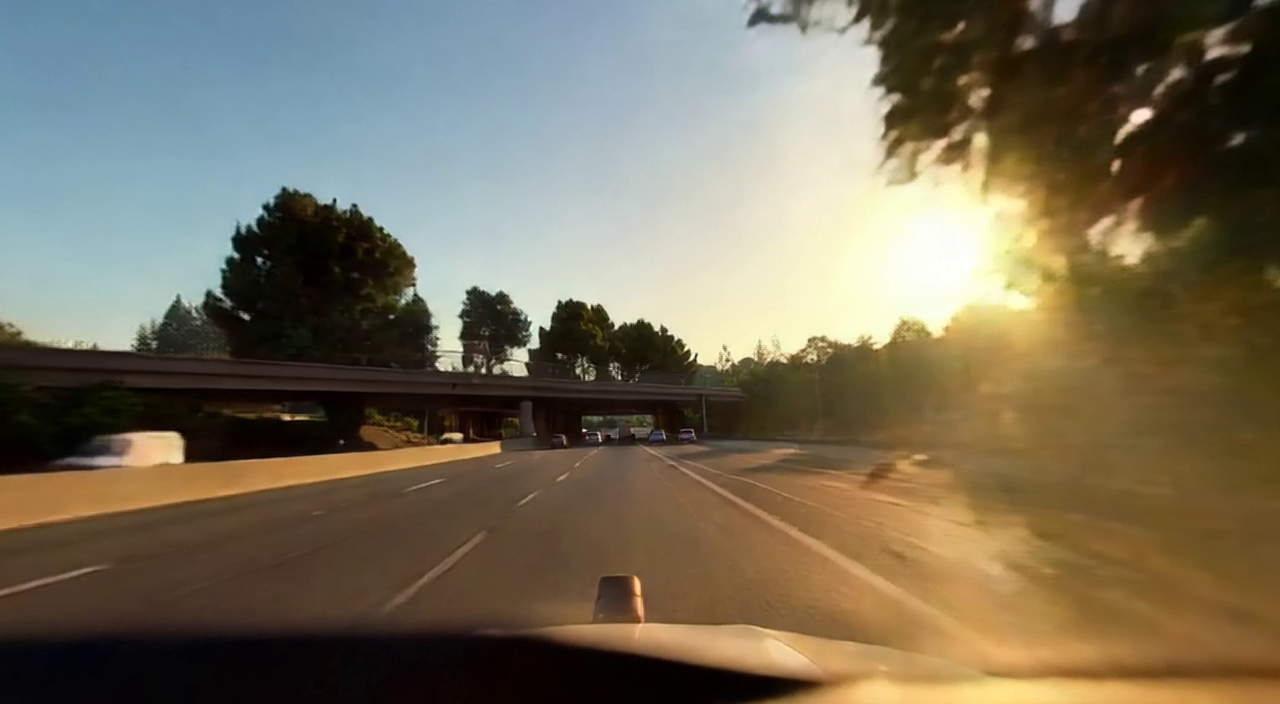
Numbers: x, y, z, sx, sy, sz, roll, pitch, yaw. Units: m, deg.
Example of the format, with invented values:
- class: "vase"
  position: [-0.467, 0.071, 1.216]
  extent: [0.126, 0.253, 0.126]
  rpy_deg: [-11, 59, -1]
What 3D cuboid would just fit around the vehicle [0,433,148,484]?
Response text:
- class: "vehicle"
  position: [-20.952, 3.869, 23.239]
  extent: [1.953, 1.679, 4.499]
  rpy_deg: [0, -8, -2]
